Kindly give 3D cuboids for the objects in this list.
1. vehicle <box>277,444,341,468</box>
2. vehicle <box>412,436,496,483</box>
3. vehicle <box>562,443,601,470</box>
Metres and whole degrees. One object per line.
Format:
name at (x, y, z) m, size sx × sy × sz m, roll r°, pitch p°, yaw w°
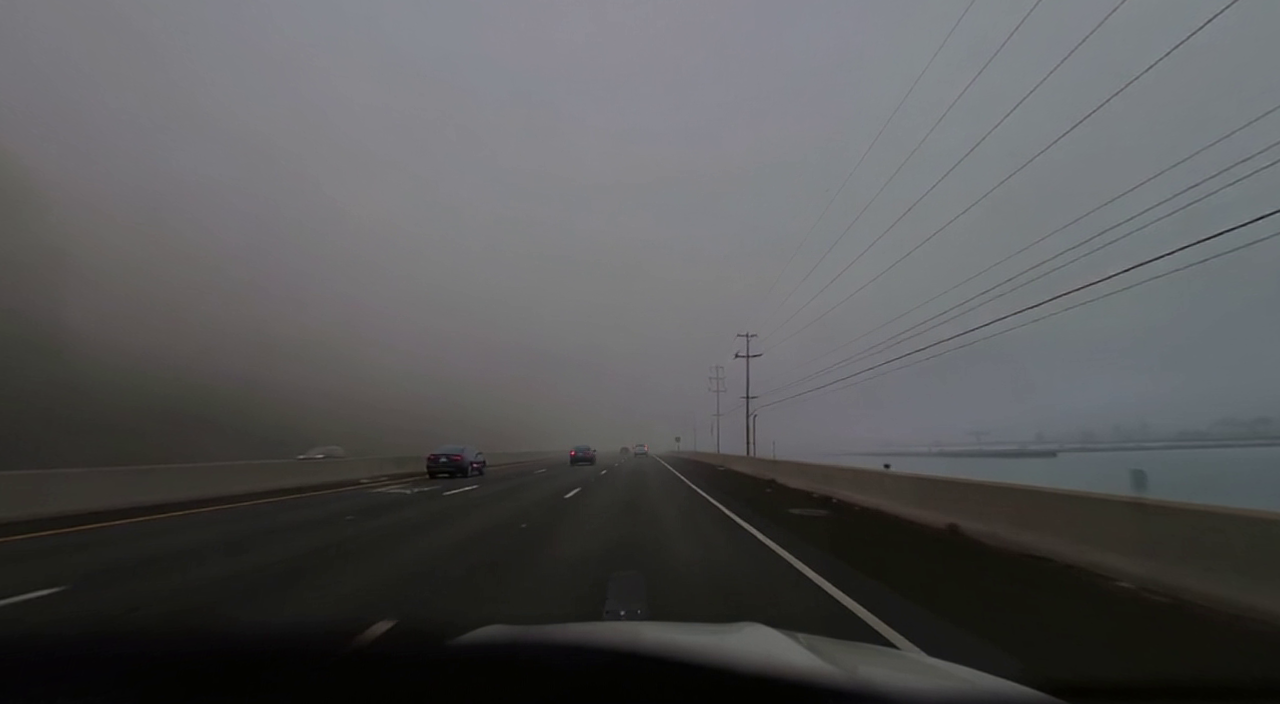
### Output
vehicle at (-22.634, 7.141, 43.404) m, size 1.932 × 1.530 × 4.473 m, roll 0°, pitch -8°, yaw 0°
vehicle at (-7.454, 4.330, 25.790) m, size 2.050 × 1.717 × 4.418 m, roll 0°, pitch -8°, yaw 0°
vehicle at (-3.505, 6.359, 38.609) m, size 1.957 × 1.494 × 4.207 m, roll 0°, pitch -8°, yaw 1°
